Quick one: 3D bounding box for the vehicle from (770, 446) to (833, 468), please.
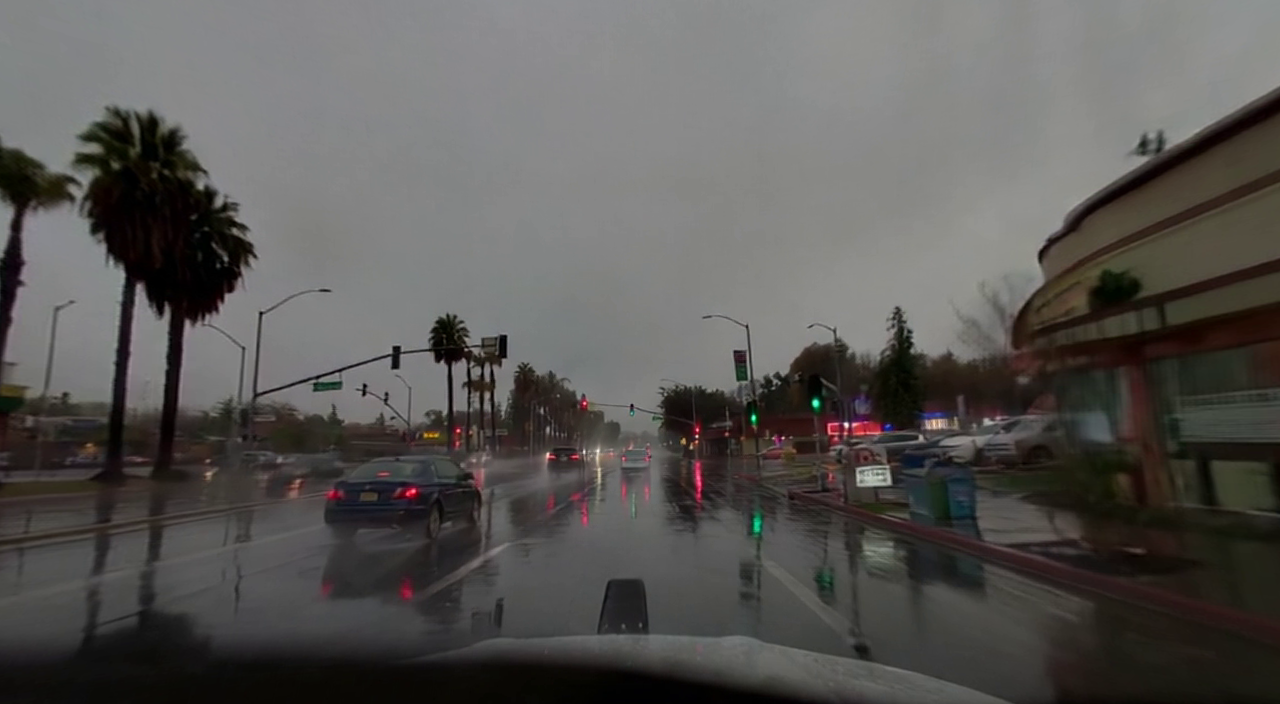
[{"bbox_3d":[11.570,7.492,44.936,3.980,1.486,2.059,5,-10,-30],"label":"vehicle"}]

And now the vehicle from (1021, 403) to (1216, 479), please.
[{"bbox_3d":[13.887,2.695,18.713,2.003,1.910,4.725,-2,-9,0],"label":"vehicle"}]

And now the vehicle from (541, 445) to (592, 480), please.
[{"bbox_3d":[-3.648,5.554,31.794,1.979,1.634,3.957,-1,-8,2],"label":"vehicle"}]

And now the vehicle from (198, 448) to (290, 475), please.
[{"bbox_3d":[-30.870,8.554,49.015,5.616,1.927,2.324,-1,-8,2],"label":"vehicle"}]

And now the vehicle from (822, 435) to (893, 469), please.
[{"bbox_3d":[11.141,5.142,32.499,1.982,1.623,4.211,0,-9,-2],"label":"vehicle"}]

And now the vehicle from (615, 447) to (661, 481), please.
[{"bbox_3d":[-0.038,5.453,30.792,2.094,1.496,4.070,0,-8,1],"label":"vehicle"}]

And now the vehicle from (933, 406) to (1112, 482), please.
[{"bbox_3d":[11.104,2.783,18.870,2.111,1.875,5.301,-2,-9,1],"label":"vehicle"}]

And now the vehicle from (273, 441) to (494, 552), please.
[{"bbox_3d":[-4.077,2.333,10.960,1.904,1.513,4.410,0,-9,1],"label":"vehicle"}]
